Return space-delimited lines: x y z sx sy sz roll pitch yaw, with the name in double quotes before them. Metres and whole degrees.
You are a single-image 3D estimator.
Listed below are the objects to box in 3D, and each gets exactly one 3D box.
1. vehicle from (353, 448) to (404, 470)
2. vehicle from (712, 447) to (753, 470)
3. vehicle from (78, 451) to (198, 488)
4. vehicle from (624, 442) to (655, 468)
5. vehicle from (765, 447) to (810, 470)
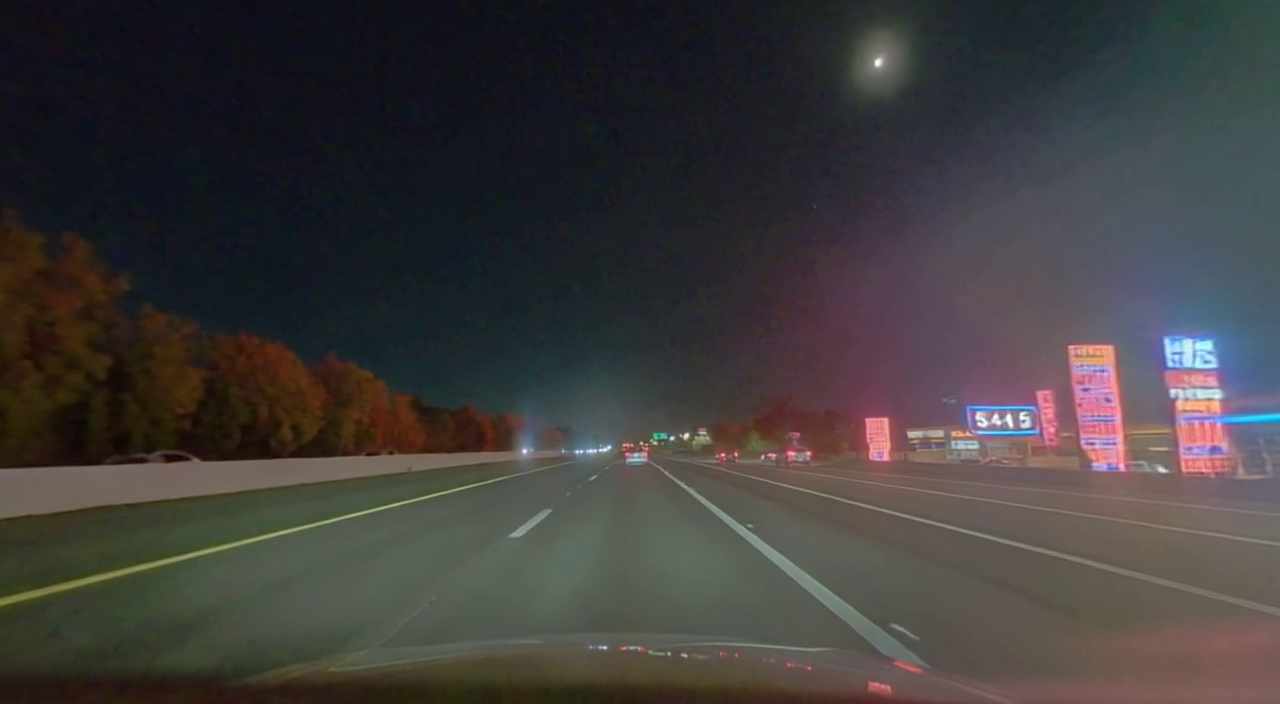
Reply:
"vehicle" -19.118 7.815 46.387 1.886 1.478 4.535 0 -9 0
"vehicle" 6.317 7.277 43.553 1.976 1.477 4.448 0 -9 -2
"vehicle" -22.603 5.273 28.710 1.828 1.461 4.468 0 -9 -2
"vehicle" -0.097 7.836 48.267 2.154 1.786 5.045 0 -9 -2
"vehicle" 10.180 7.367 44.015 1.953 1.473 4.512 0 -9 -2
